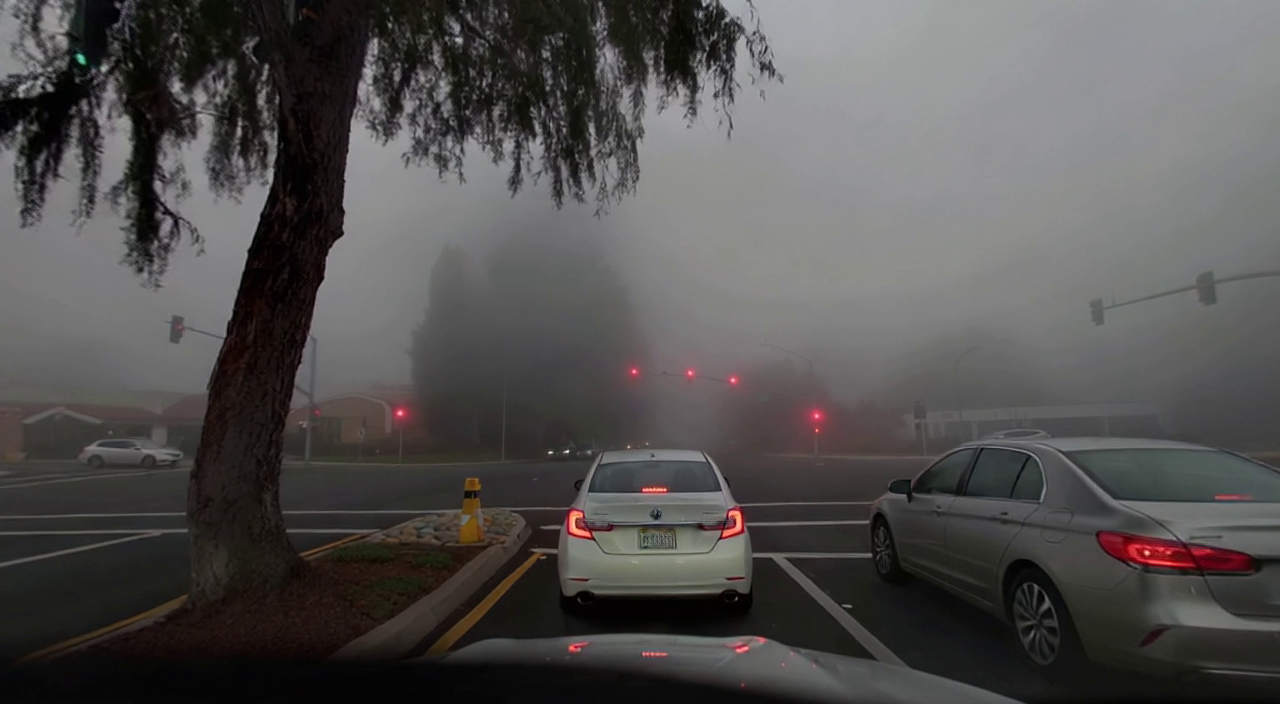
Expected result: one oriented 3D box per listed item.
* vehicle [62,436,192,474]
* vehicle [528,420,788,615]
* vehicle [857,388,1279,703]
[{"bbox_3d":[-24.287,4.869,29.982,4.450,1.684,1.894,0,-8,0],"label":"vehicle"},{"bbox_3d":[0.100,1.565,6.877,2.017,1.485,3.813,0,-8,-1],"label":"vehicle"},{"bbox_3d":[3.168,1.122,3.897,1.931,1.493,4.555,0,-8,-1],"label":"vehicle"}]
